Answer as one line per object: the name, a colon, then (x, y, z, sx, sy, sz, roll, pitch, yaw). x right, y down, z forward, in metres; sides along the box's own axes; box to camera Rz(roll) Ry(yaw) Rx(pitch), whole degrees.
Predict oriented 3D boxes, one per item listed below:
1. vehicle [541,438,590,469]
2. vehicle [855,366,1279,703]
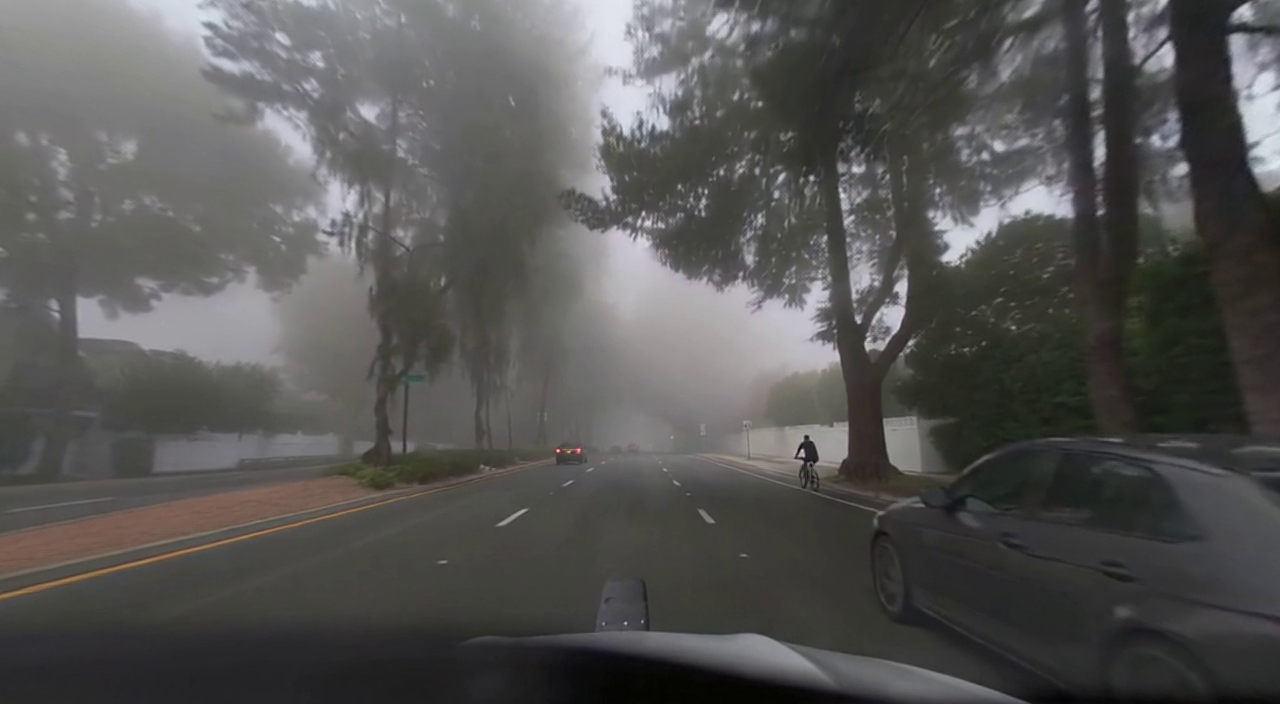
vehicle: (-3.851, 5.312, 33.207, 2.011, 1.480, 4.517, 0, -8, 0)
vehicle: (2.815, 0.964, 2.898, 1.992, 1.511, 4.464, 0, -8, -1)
